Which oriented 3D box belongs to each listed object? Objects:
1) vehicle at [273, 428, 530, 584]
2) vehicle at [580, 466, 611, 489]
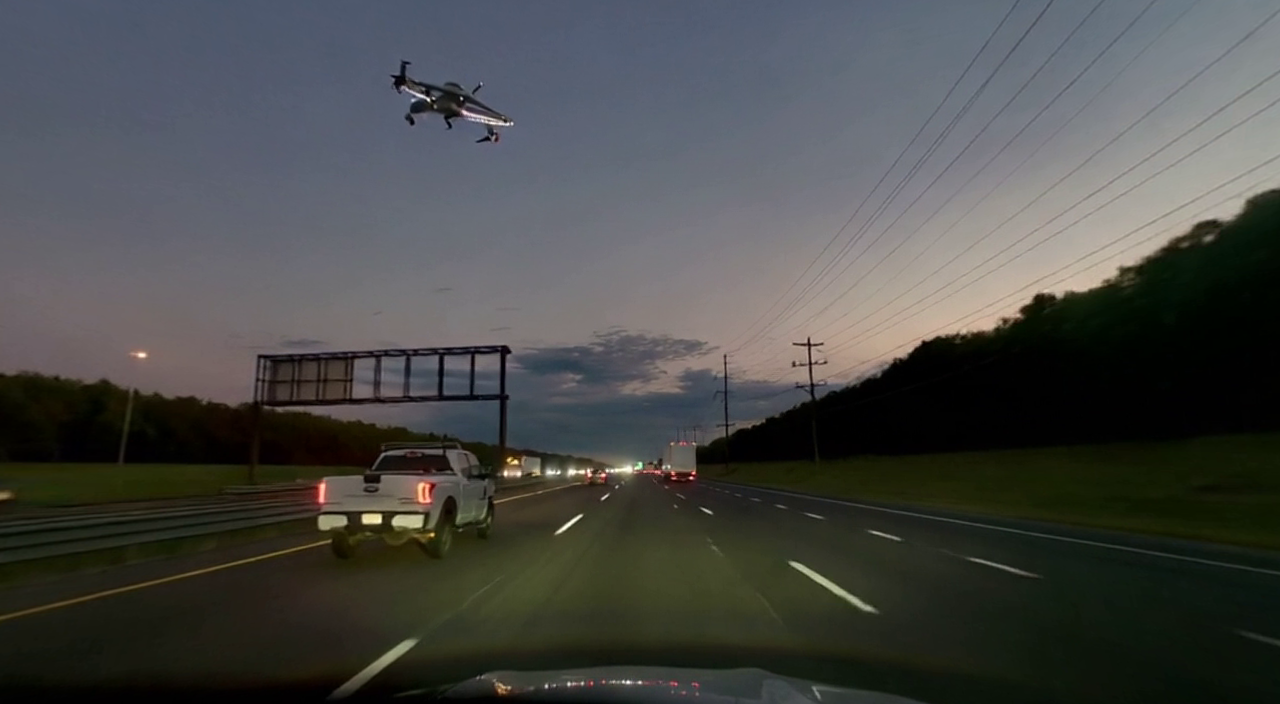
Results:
[{"bbox_3d":[-3.107,2.169,9.450,2.065,1.722,4.441,1,-11,0],"label":"vehicle"},{"bbox_3d":[-3.246,9.213,46.442,1.942,1.597,3.943,1,-11,0],"label":"vehicle"}]
